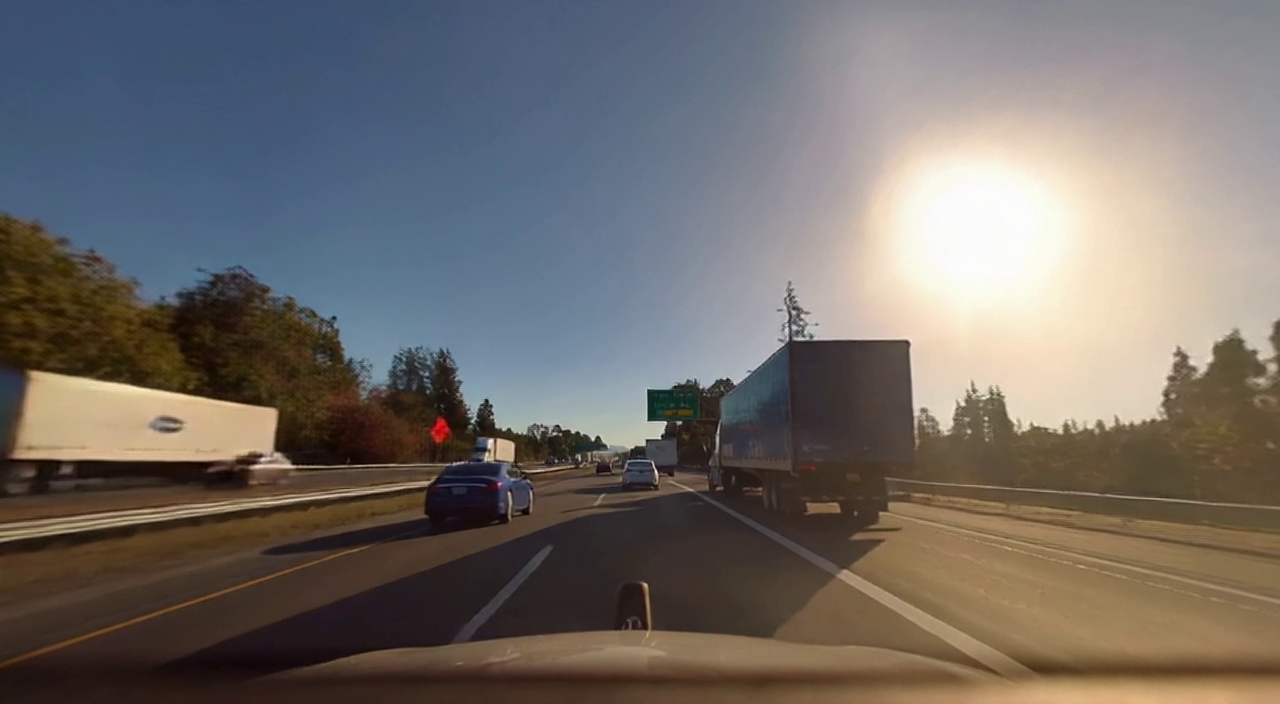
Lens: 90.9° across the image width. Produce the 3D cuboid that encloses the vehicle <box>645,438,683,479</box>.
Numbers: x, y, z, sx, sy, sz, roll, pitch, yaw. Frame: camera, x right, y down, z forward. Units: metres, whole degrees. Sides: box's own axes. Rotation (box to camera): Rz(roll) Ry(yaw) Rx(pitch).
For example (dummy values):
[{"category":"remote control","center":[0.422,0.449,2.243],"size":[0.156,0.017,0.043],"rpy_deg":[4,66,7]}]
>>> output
[{"category":"vehicle","center":[1.968,8.286,48.963],"size":[2.650,2.978,6.937],"rpy_deg":[-1,-10,4]}]

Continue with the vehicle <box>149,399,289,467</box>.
[{"category":"vehicle","center":[-19.791,3.965,30.133],"size":[2.227,2.883,6.175],"rpy_deg":[0,-9,1]}]

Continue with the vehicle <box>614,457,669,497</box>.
[{"category":"vehicle","center":[0.056,5.150,26.292],"size":[2.089,1.516,4.191],"rpy_deg":[0,-9,0]}]

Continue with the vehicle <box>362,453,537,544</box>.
[{"category":"vehicle","center":[-3.470,2.742,12.451],"size":[2.105,1.467,4.099],"rpy_deg":[0,-9,1]}]

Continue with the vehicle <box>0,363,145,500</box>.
[{"category":"vehicle","center":[-19.831,2.435,18.952],"size":[2.967,3.881,8.316],"rpy_deg":[0,-9,0]}]

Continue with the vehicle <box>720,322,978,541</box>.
[{"category":"vehicle","center":[4.684,2.521,18.565],"size":[2.877,4.035,13.897],"rpy_deg":[0,-9,0]}]
